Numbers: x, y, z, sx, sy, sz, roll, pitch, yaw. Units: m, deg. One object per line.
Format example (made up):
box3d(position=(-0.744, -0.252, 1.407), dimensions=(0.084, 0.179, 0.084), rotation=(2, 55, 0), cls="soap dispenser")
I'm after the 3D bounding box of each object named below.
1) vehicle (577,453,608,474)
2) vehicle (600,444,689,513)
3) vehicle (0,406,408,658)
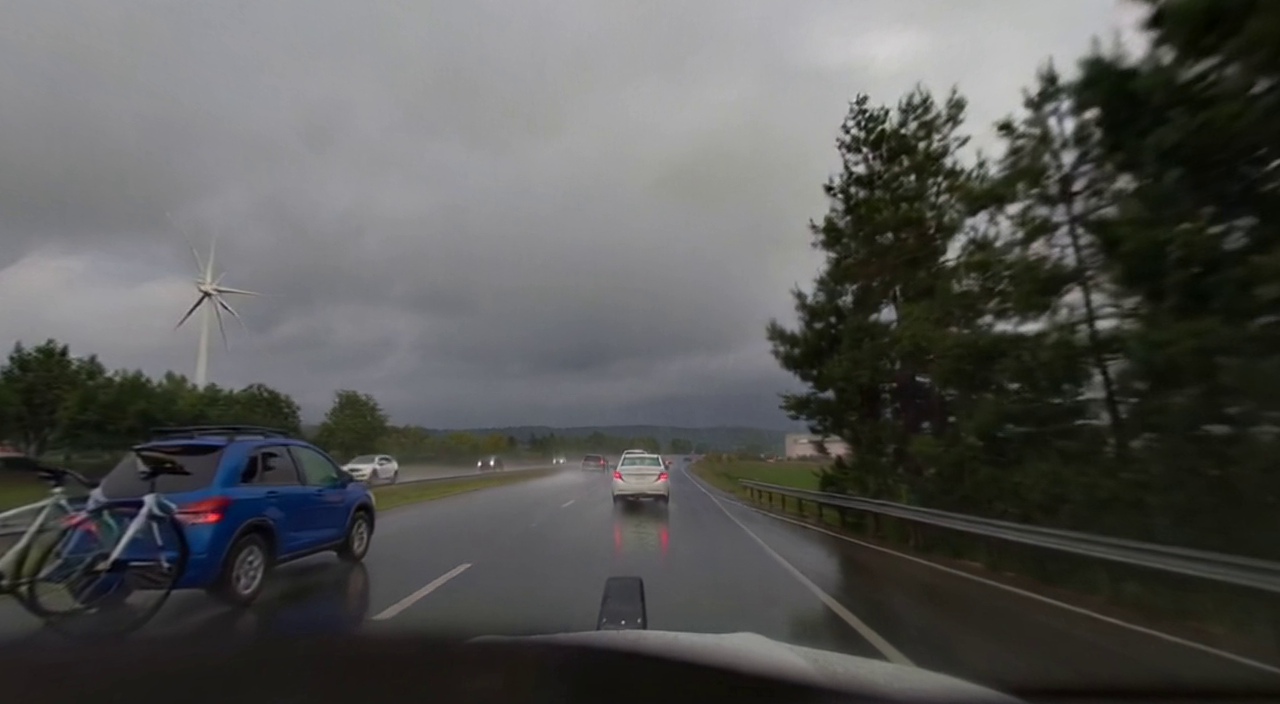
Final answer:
box3d(position=(-3.539, 8.397, 47.591), dimensions=(2.059, 1.455, 4.205), rotation=(0, -9, 0), cls="vehicle")
box3d(position=(0.120, 3.270, 16.765), dimensions=(2.063, 1.582, 3.955), rotation=(0, -9, 0), cls="vehicle")
box3d(position=(-4.110, 1.538, 6.349), dimensions=(1.962, 1.681, 4.033), rotation=(0, -9, 0), cls="vehicle")
